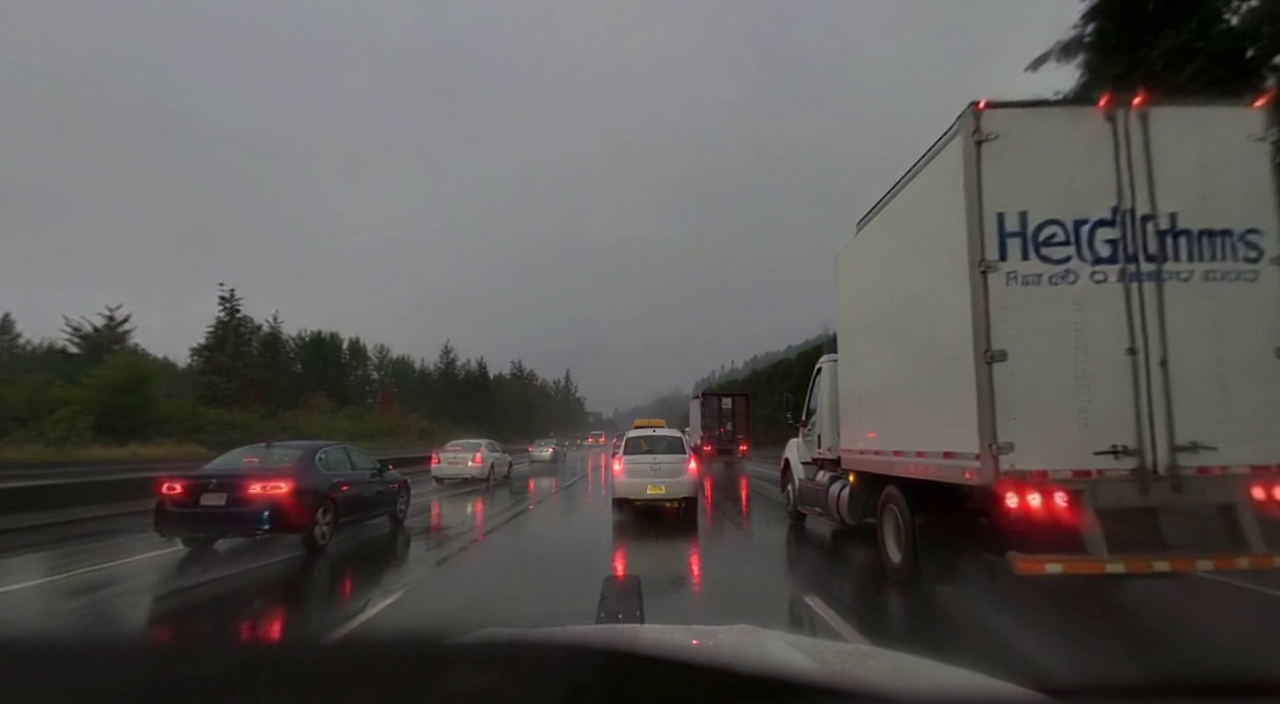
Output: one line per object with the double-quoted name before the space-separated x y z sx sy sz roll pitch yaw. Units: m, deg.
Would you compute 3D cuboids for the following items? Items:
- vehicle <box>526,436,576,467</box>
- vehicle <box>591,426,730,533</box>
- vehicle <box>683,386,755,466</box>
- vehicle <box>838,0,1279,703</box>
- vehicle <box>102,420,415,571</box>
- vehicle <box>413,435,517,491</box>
"vehicle" -4.598 5.194 33.270 1.887 1.493 4.411 0 -8 1
"vehicle" 0.284 2.056 10.792 1.973 1.505 3.568 0 -8 0
"vehicle" 4.514 4.762 39.533 2.892 4.101 14.252 0 -8 1
"vehicle" 4.065 -0.488 0.833 2.817 3.989 14.321 0 -8 -1
"vehicle" -4.557 1.718 8.321 1.821 1.514 3.677 0 -8 0
"vehicle" -5.018 3.205 18.631 1.880 1.458 3.978 0 -8 1
